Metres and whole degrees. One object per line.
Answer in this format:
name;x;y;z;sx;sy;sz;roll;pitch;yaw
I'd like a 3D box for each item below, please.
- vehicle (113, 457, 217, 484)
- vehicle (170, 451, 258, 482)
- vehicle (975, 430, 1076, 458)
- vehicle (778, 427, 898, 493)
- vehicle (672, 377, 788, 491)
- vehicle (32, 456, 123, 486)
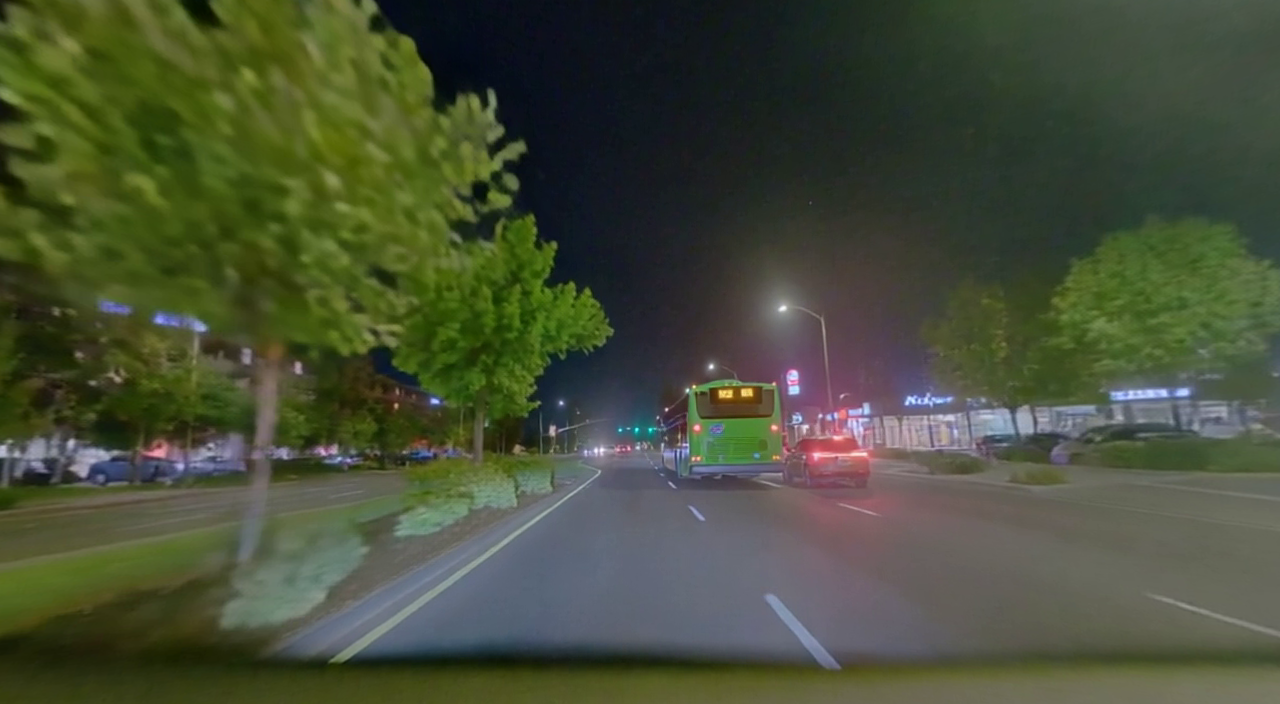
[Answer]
vehicle;-30.980;7.734;41.382;2.314;1.487;5.898;0;-9;-1
vehicle;-28.326;7.594;42.062;2.181;1.901;5.196;0;-8;1
vehicle;21.750;5.203;35.605;4.589;1.480;1.979;1;-9;-10
vehicle;5.950;3.311;19.646;2.129;1.754;4.668;0;-8;-1
vehicle;2.850;3.058;22.969;2.766;3.306;9.281;0;-8;0
vehicle;-36.809;7.765;41.347;1.941;1.761;4.272;-1;-8;1
